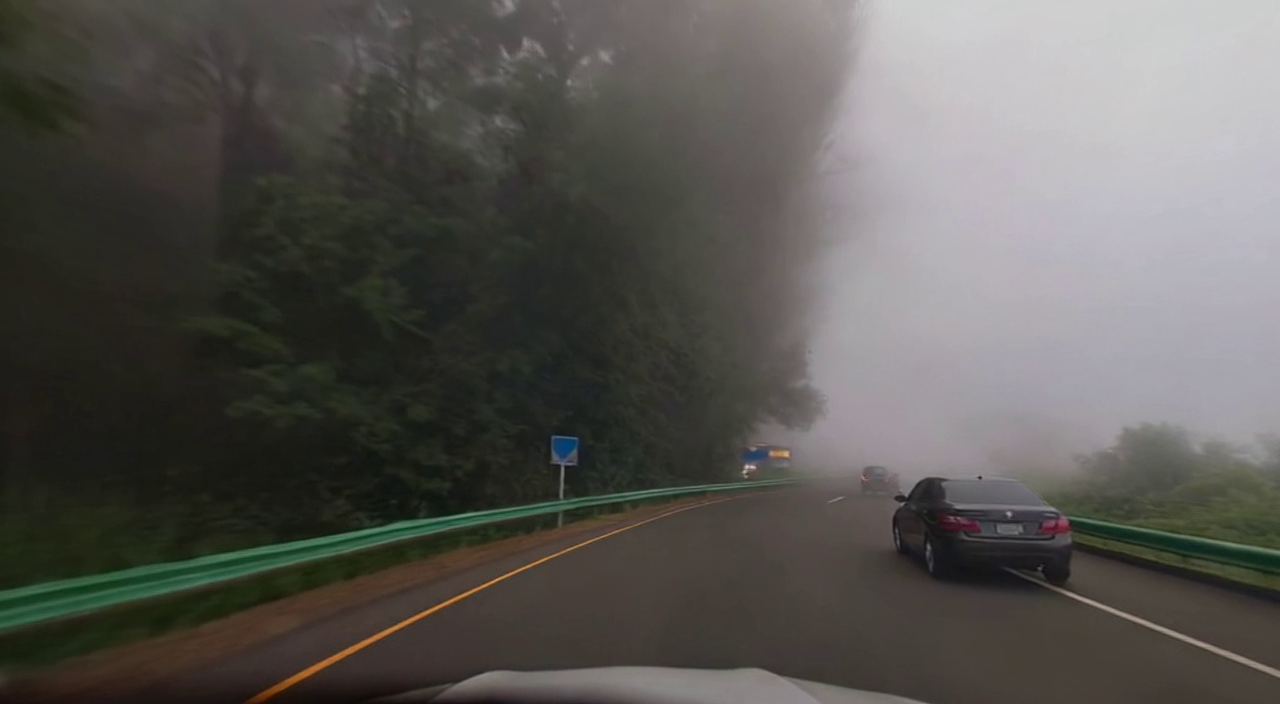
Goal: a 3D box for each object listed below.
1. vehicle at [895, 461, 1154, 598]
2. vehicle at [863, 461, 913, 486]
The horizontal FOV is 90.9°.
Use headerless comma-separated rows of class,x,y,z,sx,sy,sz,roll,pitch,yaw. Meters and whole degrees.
vehicle,5.570,2.565,9.901,2.023,1.593,4.105,-1,-11,10
vehicle,16.402,8.009,41.564,1.992,1.503,3.793,-7,-13,37
